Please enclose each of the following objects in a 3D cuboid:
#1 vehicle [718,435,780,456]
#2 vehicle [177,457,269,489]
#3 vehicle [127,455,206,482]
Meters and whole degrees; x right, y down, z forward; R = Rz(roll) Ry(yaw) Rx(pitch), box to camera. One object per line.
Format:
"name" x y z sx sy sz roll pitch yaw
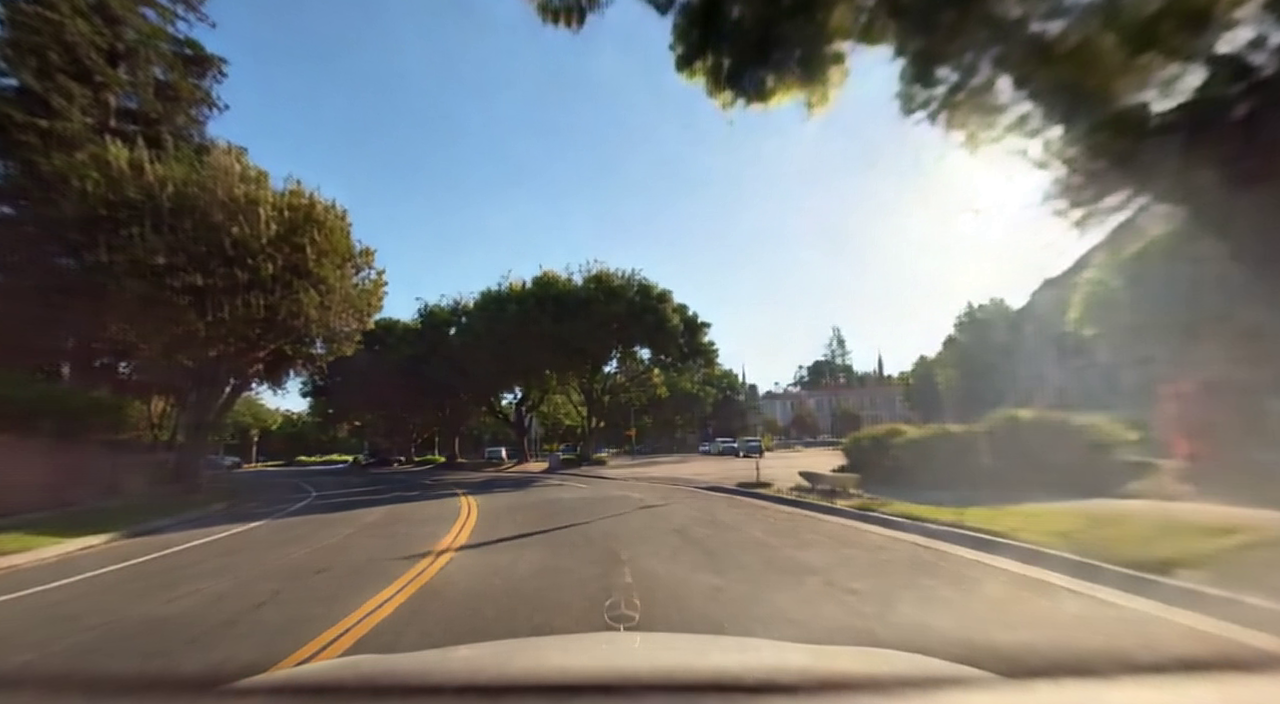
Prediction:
"vehicle" 8.119 7.013 47.327 4.462 1.474 1.765 -1 -9 6
"vehicle" -22.968 6.554 34.617 2.772 1.161 7.241 4 -8 -45
"vehicle" -30.829 7.551 41.107 4.946 1.537 2.206 -5 -9 30
